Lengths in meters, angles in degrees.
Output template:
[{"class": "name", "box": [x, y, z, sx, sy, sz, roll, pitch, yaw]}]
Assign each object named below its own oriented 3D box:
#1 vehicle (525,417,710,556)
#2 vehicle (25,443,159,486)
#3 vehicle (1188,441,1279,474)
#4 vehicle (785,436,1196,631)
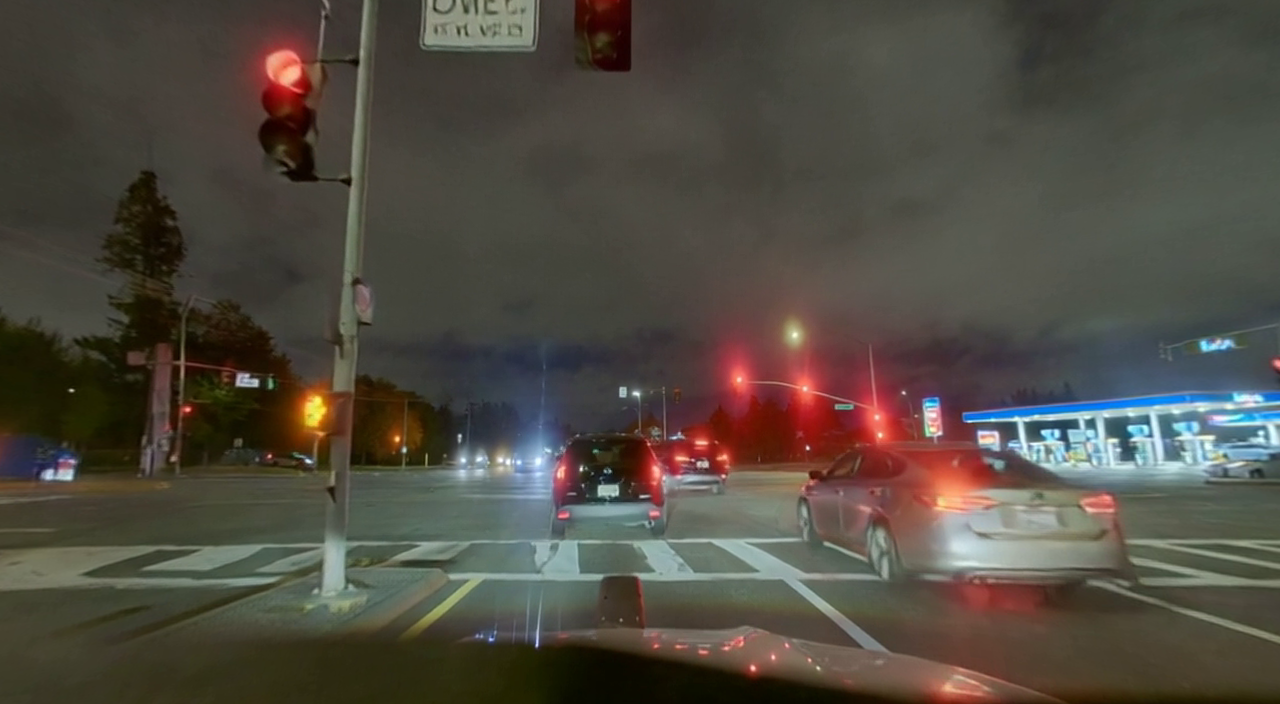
[{"class": "vehicle", "box": [-0.443, 2.055, 10.402, 2.351, 1.733, 4.616, 0, -9, -4]}, {"class": "vehicle", "box": [-26.573, 5.447, 30.764, 4.658, 1.911, 2.162, -2, -9, 5]}, {"class": "vehicle", "box": [29.657, 5.059, 30.423, 4.505, 1.519, 1.996, -1, -9, 5]}, {"class": "vehicle", "box": [3.218, 1.735, 7.181, 1.965, 1.460, 4.581, 0, -9, -1]}]
